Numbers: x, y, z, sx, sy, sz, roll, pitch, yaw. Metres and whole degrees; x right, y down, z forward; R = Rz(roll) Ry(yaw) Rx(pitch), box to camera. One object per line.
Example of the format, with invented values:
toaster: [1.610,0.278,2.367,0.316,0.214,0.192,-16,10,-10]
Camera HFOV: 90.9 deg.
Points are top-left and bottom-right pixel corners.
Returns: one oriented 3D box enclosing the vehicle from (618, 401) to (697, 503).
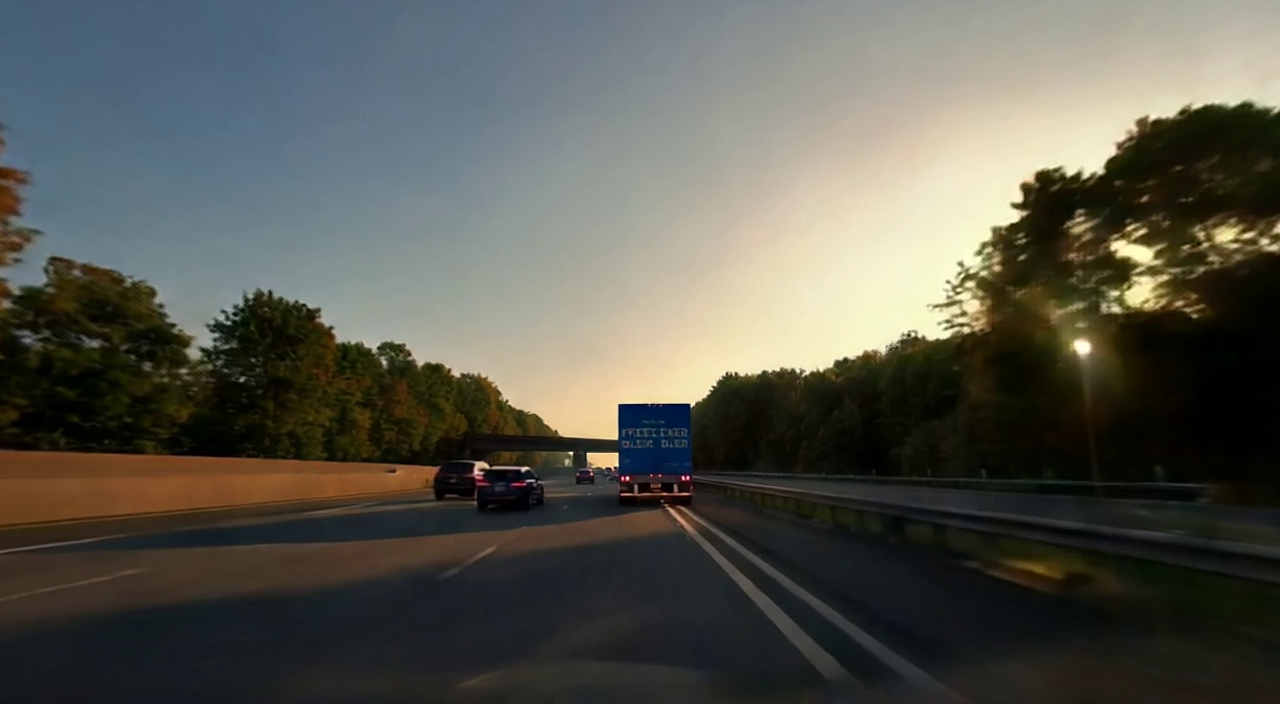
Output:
vehicle: [0.536,4.650,28.687,2.980,3.834,9.423,1,-10,-2]

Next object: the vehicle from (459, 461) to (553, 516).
vehicle: [-4.143,4.310,20.268,1.978,1.516,4.617,1,-10,0]

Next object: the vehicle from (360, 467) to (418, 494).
vehicle: [-16.449,8.439,41.524,1.949,1.627,4.472,1,-10,0]
